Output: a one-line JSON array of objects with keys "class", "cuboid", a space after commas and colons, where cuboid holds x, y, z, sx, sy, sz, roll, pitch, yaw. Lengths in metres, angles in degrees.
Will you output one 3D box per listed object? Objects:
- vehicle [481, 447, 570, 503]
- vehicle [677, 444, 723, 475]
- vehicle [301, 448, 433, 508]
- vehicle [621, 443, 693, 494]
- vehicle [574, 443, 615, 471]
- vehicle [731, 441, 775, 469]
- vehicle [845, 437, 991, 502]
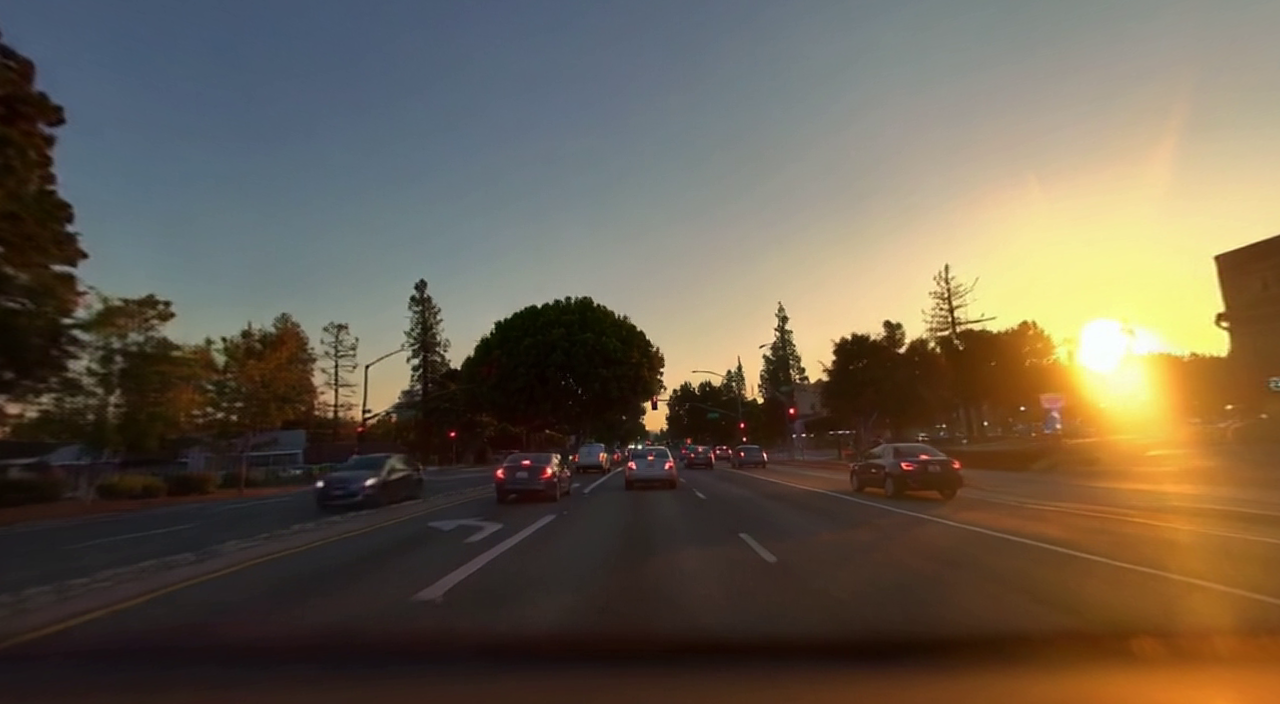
[{"class": "vehicle", "cuboid": [-3.319, 3.638, 19.215, 1.938, 1.472, 4.399, -1, -9, -1]}, {"class": "vehicle", "cuboid": [3.116, 5.664, 33.473, 1.988, 1.528, 4.144, 0, -9, -1]}, {"class": "vehicle", "cuboid": [-8.477, 3.909, 20.091, 2.212, 1.652, 4.376, -1, -9, 1]}, {"class": "vehicle", "cuboid": [0.487, 3.712, 20.455, 2.096, 1.473, 3.893, -1, -9, 0]}, {"class": "vehicle", "cuboid": [-2.864, 6.673, 40.228, 2.219, 1.699, 4.090, -1, -9, 1]}, {"class": "vehicle", "cuboid": [7.393, 6.789, 41.744, 2.044, 1.701, 4.397, 0, -9, -1]}, {"class": "vehicle", "cuboid": [7.310, 3.114, 17.174, 1.892, 1.515, 4.400, 0, -9, -1]}]
